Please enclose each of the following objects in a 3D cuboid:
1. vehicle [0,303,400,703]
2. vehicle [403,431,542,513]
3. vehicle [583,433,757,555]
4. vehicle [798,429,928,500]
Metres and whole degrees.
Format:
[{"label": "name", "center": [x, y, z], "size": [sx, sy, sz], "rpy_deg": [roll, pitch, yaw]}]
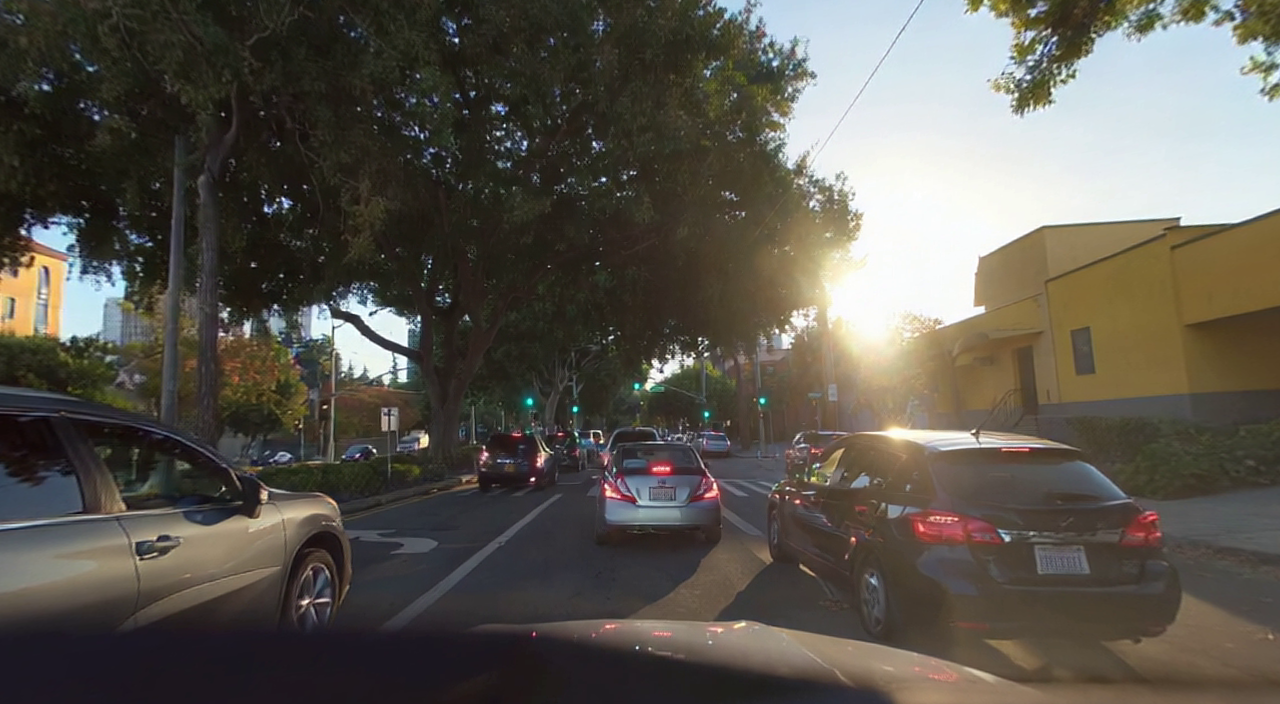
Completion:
[{"label": "vehicle", "center": [-3.268, 0.933, 3.383], "size": [2.152, 1.802, 4.628], "rpy_deg": [0, -9, 0]}, {"label": "vehicle", "center": [-3.513, 2.617, 14.244], "size": [1.901, 1.522, 4.556], "rpy_deg": [0, -8, 0]}, {"label": "vehicle", "center": [0.269, 1.998, 9.583], "size": [2.095, 1.438, 3.843], "rpy_deg": [0, -9, -3]}, {"label": "vehicle", "center": [6.344, 3.246, 18.681], "size": [2.025, 1.808, 4.579], "rpy_deg": [0, -9, -2]}]
